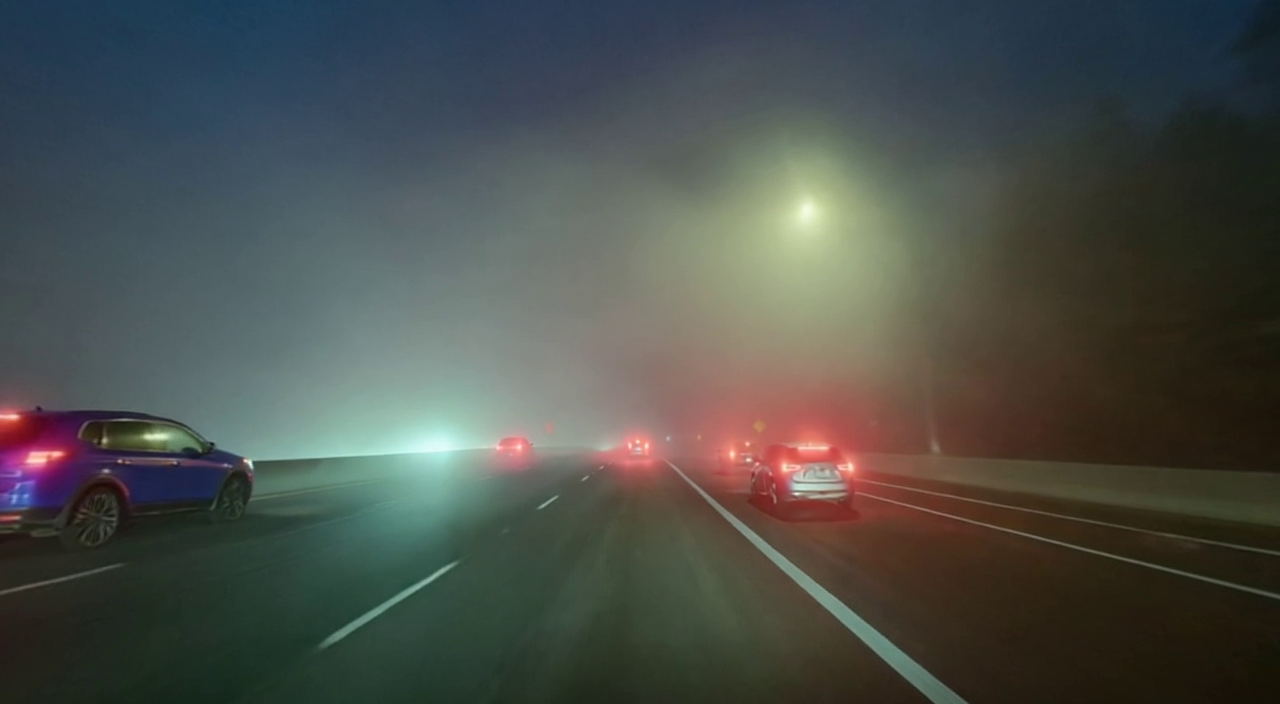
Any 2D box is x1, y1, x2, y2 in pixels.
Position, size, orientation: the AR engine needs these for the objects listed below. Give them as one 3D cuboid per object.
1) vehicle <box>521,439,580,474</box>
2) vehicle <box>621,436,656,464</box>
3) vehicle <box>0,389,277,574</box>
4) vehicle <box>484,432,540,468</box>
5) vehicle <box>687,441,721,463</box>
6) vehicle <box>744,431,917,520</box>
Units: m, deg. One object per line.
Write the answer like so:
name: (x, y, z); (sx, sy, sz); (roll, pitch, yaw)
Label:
vehicle: (-4.009, 4.747, 28.852); (2.071, 1.478, 4.130); (0, -9, 1)
vehicle: (-0.098, 6.436, 41.469); (2.158, 1.706, 4.219); (0, -9, 0)
vehicle: (-7.436, 1.652, 8.691); (2.142, 1.849, 4.566); (0, -9, -1)
vehicle: (-7.010, 5.429, 34.937); (2.111, 1.811, 4.391); (0, -9, 1)
vehicle: (4.477, 7.074, 44.666); (1.944, 1.465, 4.245); (0, -9, 0)
vehicle: (3.647, 2.468, 13.103); (2.141, 1.507, 4.510); (0, -9, 0)
